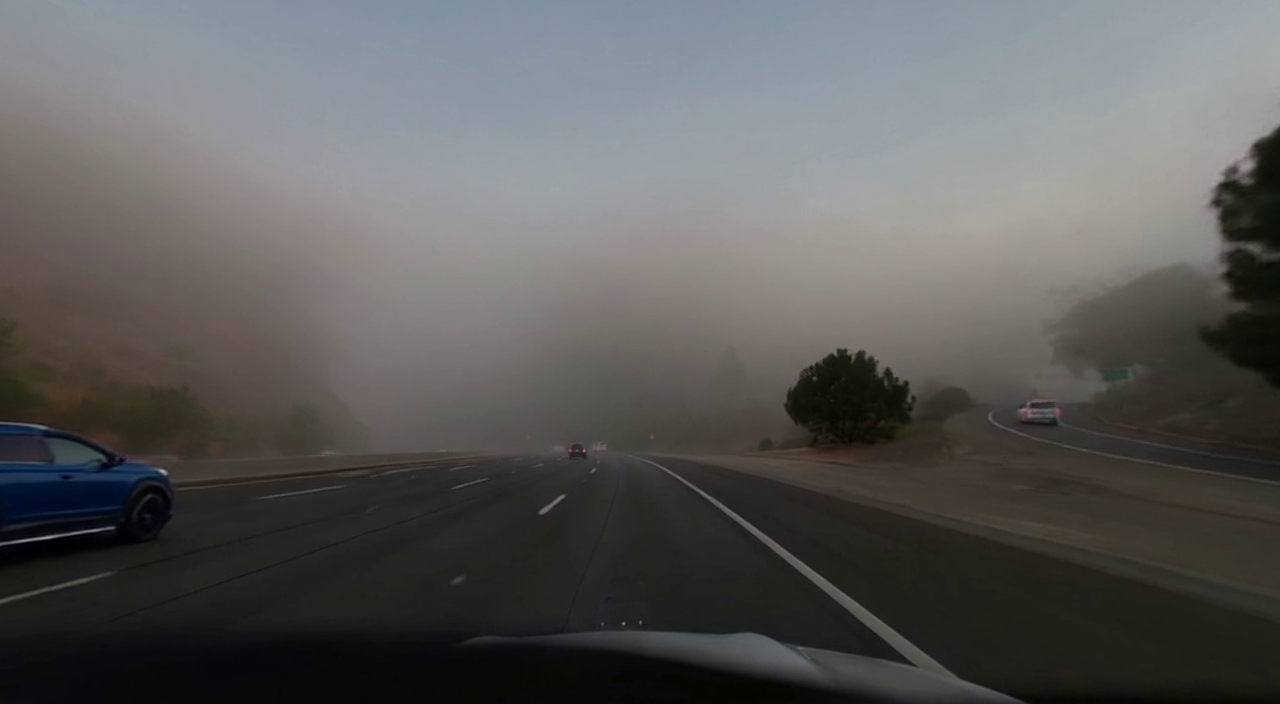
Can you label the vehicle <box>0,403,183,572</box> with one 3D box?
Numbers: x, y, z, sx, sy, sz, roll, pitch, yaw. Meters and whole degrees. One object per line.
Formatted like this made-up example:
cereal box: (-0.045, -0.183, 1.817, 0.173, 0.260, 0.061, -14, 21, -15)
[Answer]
vehicle: (-7.551, 1.409, 6.638, 2.046, 1.712, 4.533, 0, -8, 0)
